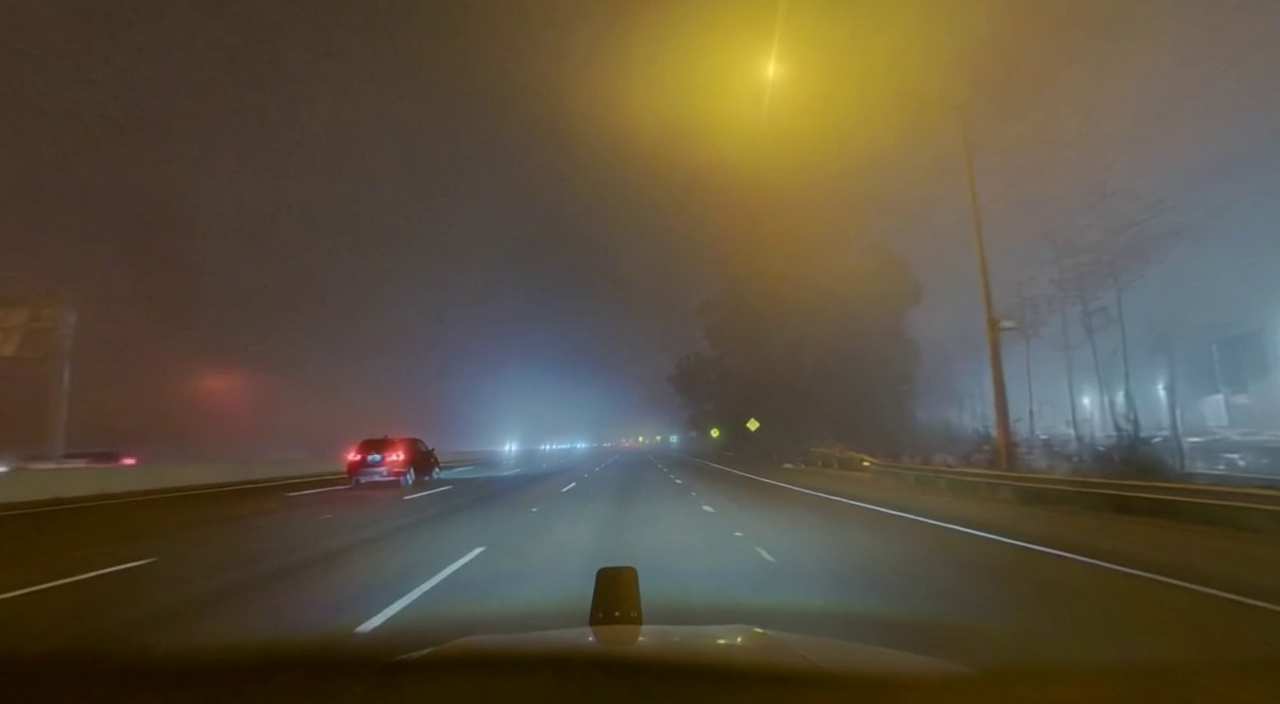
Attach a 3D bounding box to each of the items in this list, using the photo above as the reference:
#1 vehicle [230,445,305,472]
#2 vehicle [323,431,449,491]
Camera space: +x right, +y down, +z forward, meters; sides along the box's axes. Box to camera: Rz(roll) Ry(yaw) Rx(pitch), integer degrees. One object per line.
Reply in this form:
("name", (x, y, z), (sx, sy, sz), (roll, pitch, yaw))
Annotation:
("vehicle", (-21.700, 6.190, 36.983), (1.813, 1.444, 4.282), (0, -8, 0))
("vehicle", (-7.694, 3.366, 19.702), (2.140, 1.626, 4.457), (1, -9, -1))
